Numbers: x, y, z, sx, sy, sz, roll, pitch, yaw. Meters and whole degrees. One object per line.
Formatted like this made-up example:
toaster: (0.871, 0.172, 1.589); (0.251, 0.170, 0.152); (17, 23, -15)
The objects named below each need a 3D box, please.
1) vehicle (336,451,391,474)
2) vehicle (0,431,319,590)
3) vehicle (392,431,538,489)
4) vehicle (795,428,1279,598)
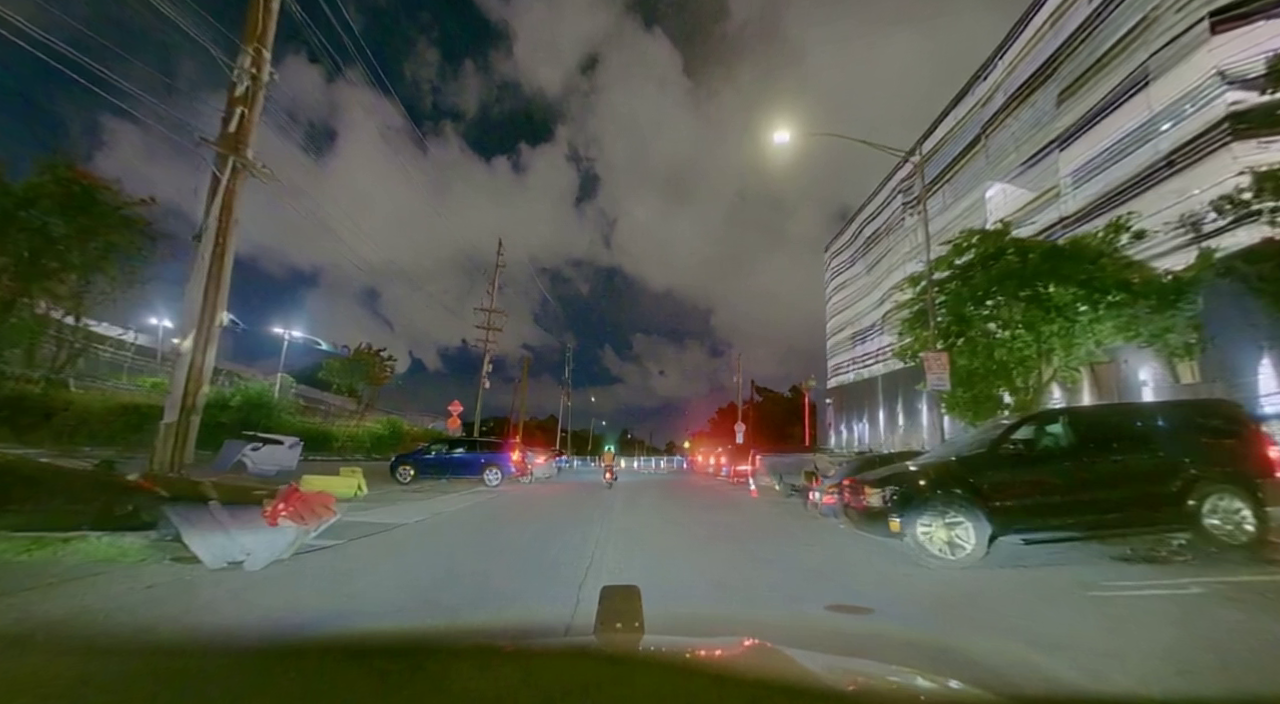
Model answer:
vehicle: (-19.182, 7.683, 44.062); (1.834, 1.459, 4.181); (0, -9, 2)
vehicle: (-6.704, 1.751, 7.502); (4.672, 1.474, 1.859); (3, -11, 1)
vehicle: (-6.335, 3.977, 23.337); (4.727, 1.976, 1.970); (0, -10, 1)
vehicle: (4.962, 1.727, 7.289); (5.762, 1.626, 2.184); (0, -9, 1)
